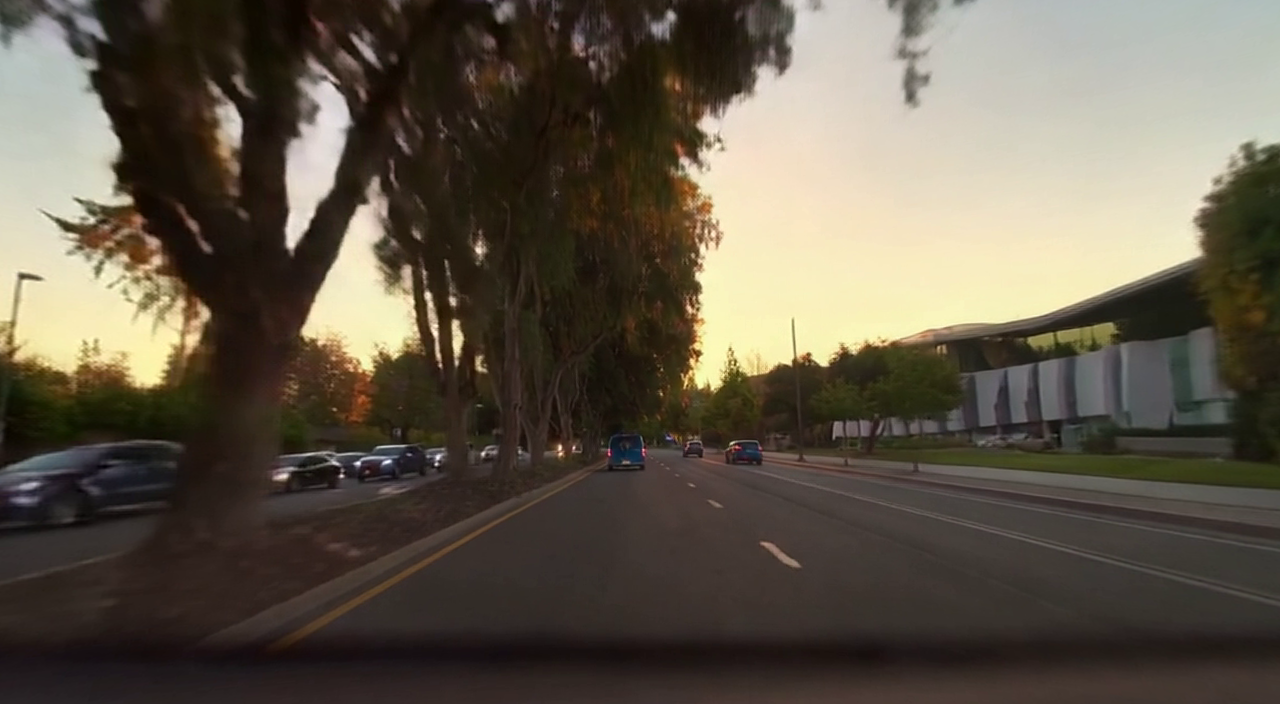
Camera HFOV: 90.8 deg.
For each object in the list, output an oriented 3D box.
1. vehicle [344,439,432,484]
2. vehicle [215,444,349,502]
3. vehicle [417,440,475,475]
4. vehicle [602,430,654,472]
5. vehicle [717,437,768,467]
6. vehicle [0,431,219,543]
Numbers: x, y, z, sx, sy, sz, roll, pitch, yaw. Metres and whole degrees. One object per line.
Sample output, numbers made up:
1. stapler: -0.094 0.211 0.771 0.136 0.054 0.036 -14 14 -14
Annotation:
1. vehicle: -11.392 4.960 28.991 2.042 1.822 4.913 0 -8 -1
2. vehicle: -11.448 3.840 20.618 1.899 1.607 4.297 -1 -8 -1
3. vehicle: -11.550 6.271 37.943 2.082 1.824 4.840 -2 -7 -1
4. vehicle: -0.584 5.049 32.241 2.411 1.937 5.186 0 -8 0
5. vehicle: 6.570 6.460 41.083 2.364 1.781 4.854 1 -8 -1
6. vehicle: -11.083 2.541 12.661 2.093 1.816 4.559 0 -8 0
